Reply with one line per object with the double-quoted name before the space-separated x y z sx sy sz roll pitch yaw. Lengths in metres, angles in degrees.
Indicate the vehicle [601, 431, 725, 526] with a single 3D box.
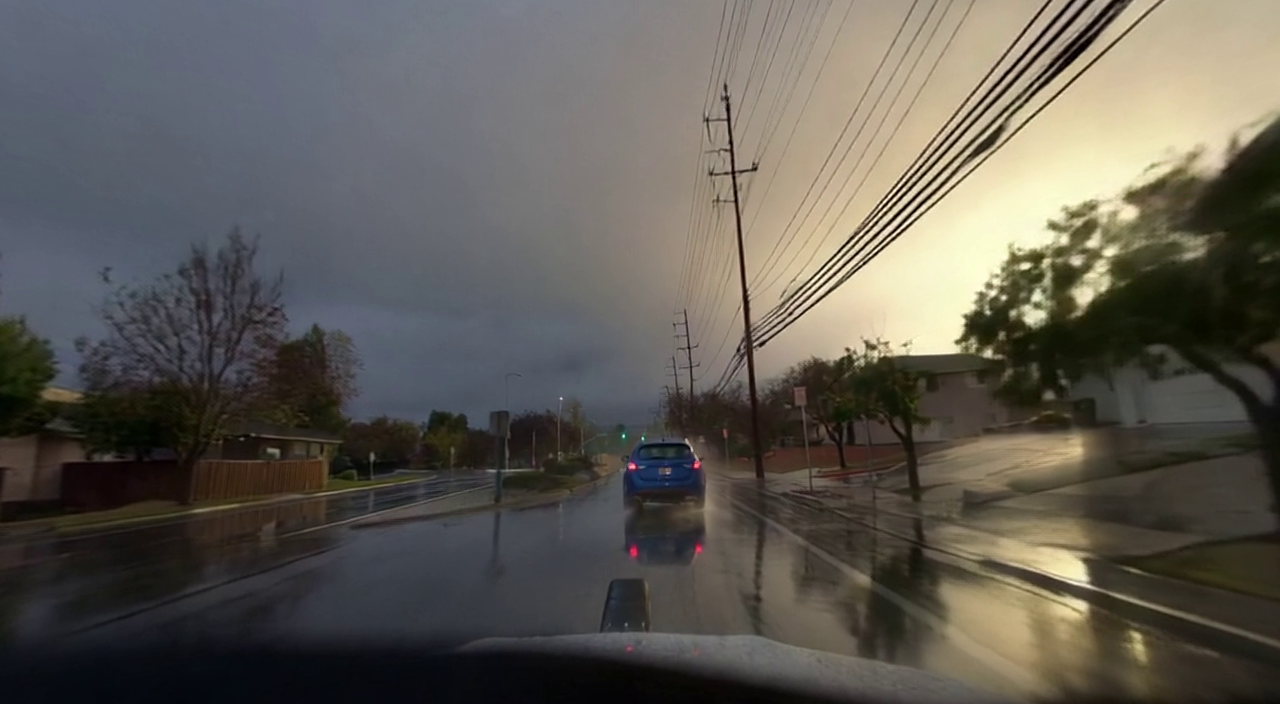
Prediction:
"vehicle" 0.408 2.573 13.344 2.200 1.653 4.127 0 -9 0
